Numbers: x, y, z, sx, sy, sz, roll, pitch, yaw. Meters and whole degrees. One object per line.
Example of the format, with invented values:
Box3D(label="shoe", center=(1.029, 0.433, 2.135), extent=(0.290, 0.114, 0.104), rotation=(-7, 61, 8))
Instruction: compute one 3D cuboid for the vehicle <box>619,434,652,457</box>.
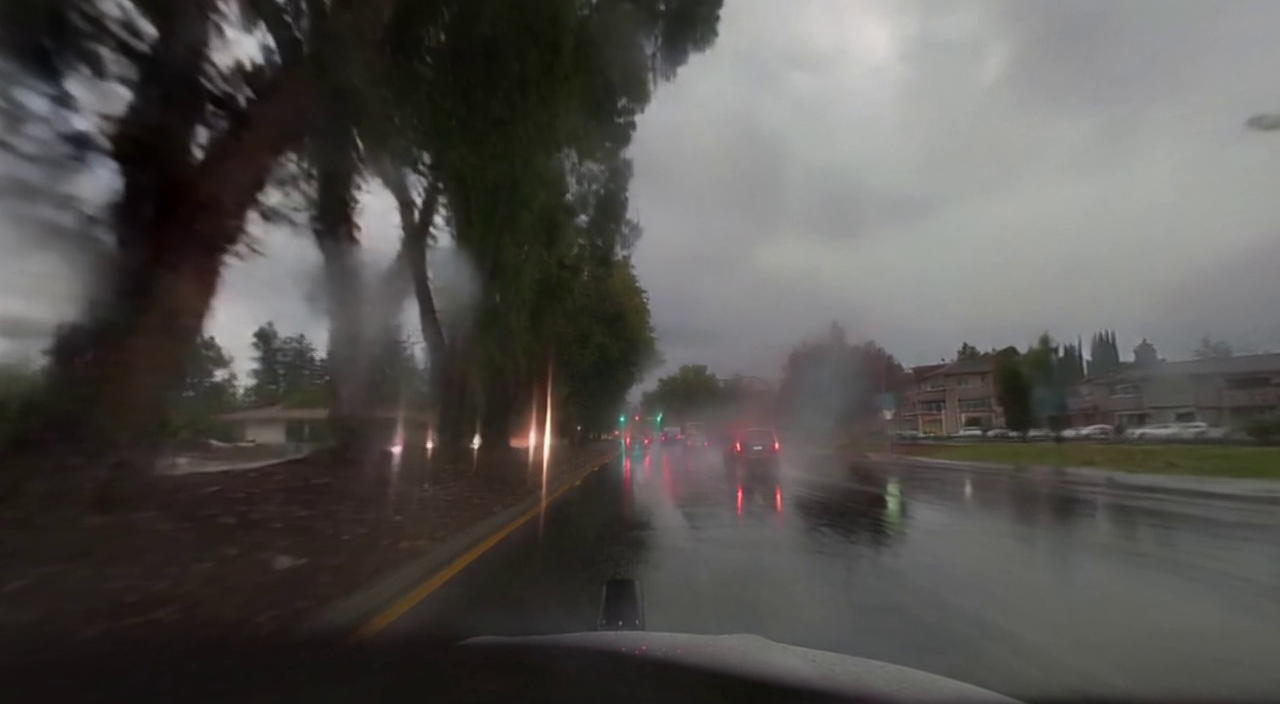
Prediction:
Box3D(label="vehicle", center=(-0.293, 5.990, 40.541), extent=(1.988, 1.418, 4.214), rotation=(0, -8, -1))

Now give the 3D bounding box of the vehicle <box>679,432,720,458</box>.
Box3D(label="vehicle", center=(3.599, 5.719, 38.845), extent=(2.064, 1.474, 4.389), rotation=(0, -8, -1))

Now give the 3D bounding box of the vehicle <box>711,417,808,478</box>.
Box3D(label="vehicle", center=(3.876, 3.233, 21.456), extent=(2.209, 1.813, 4.724), rotation=(0, -8, -2))

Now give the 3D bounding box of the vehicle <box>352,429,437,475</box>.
Box3D(label="vehicle", center=(-9.995, 4.096, 26.134), extent=(2.058, 1.716, 4.266), rotation=(1, -8, -4))
